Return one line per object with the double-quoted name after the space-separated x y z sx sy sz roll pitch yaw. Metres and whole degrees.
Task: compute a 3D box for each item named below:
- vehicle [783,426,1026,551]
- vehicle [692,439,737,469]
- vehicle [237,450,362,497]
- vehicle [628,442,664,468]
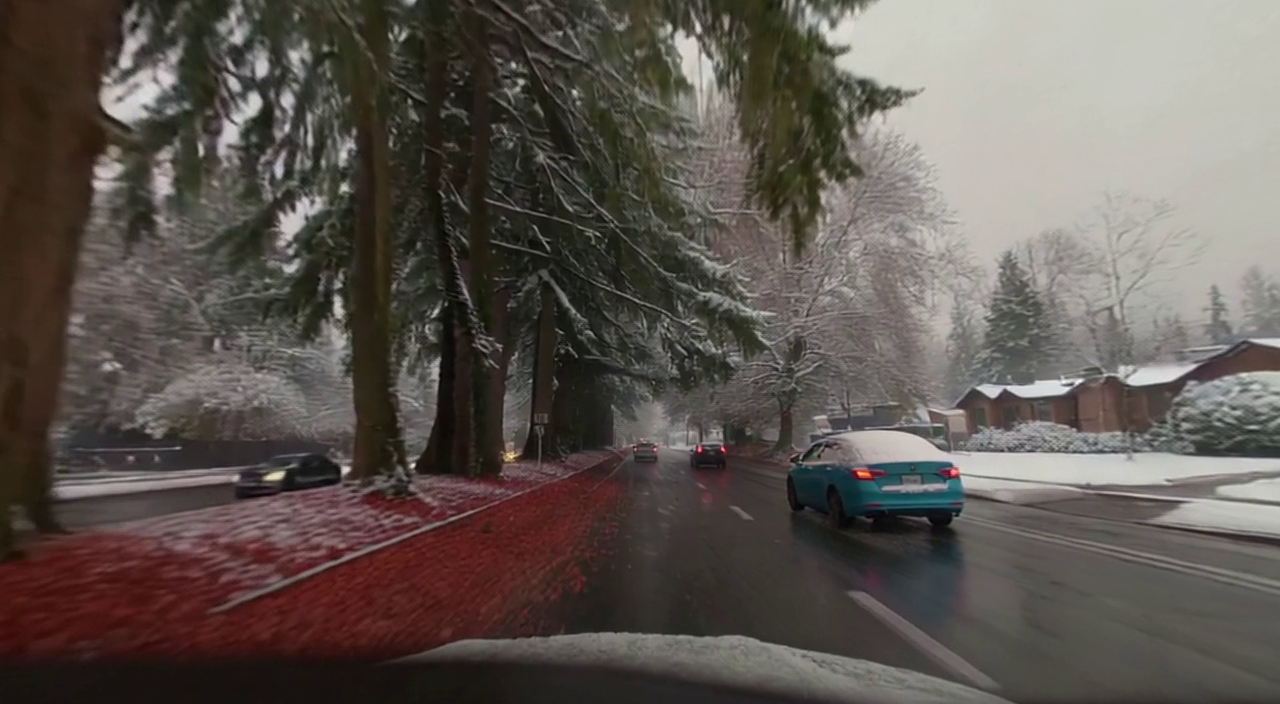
3.737 1.991 9.909 1.985 1.529 4.147 0 -8 0 "vehicle"
4.271 5.965 37.020 2.074 1.652 4.340 0 -8 0 "vehicle"
-11.836 4.226 22.400 1.907 1.456 4.520 0 -8 0 "vehicle"
0.315 6.214 38.158 2.082 1.473 4.028 0 -8 0 "vehicle"
